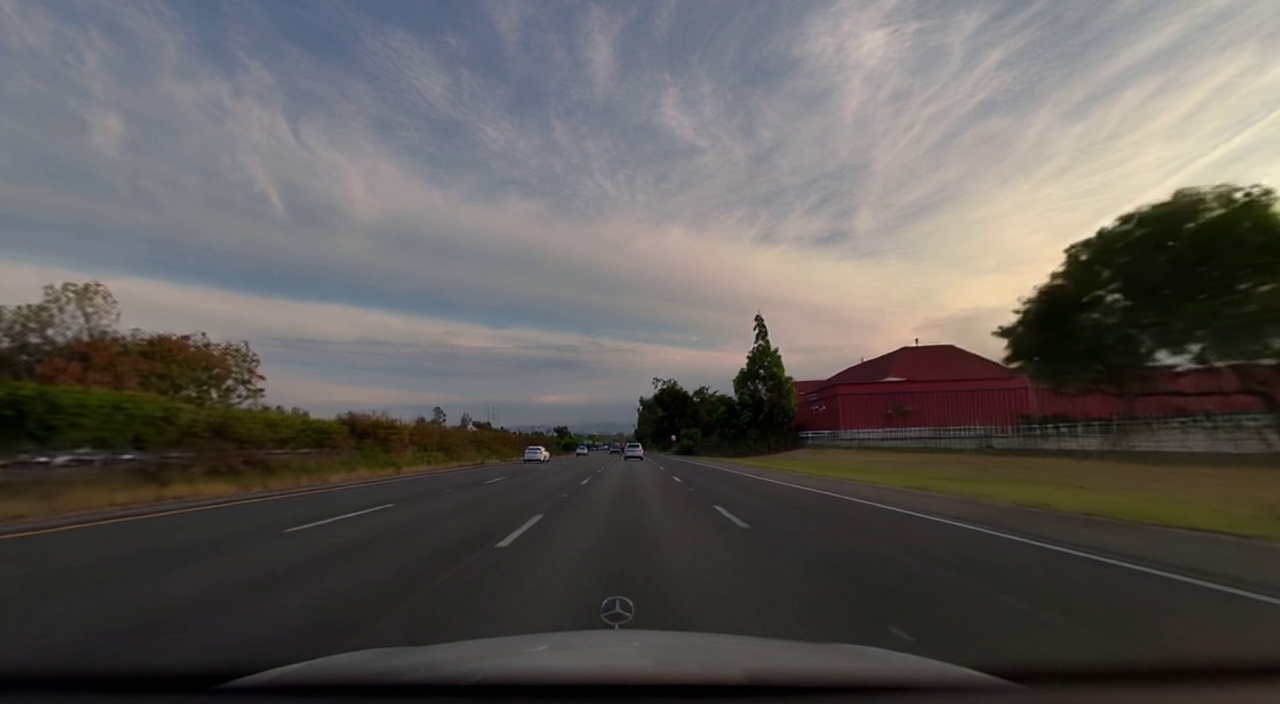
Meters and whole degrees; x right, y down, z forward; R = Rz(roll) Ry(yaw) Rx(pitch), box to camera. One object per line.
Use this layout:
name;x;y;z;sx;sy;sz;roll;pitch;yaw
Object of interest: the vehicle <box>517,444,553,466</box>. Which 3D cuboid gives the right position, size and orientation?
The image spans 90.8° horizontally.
vehicle;-7.950;7.836;48.343;1.991;1.572;4.314;0;-9;0
